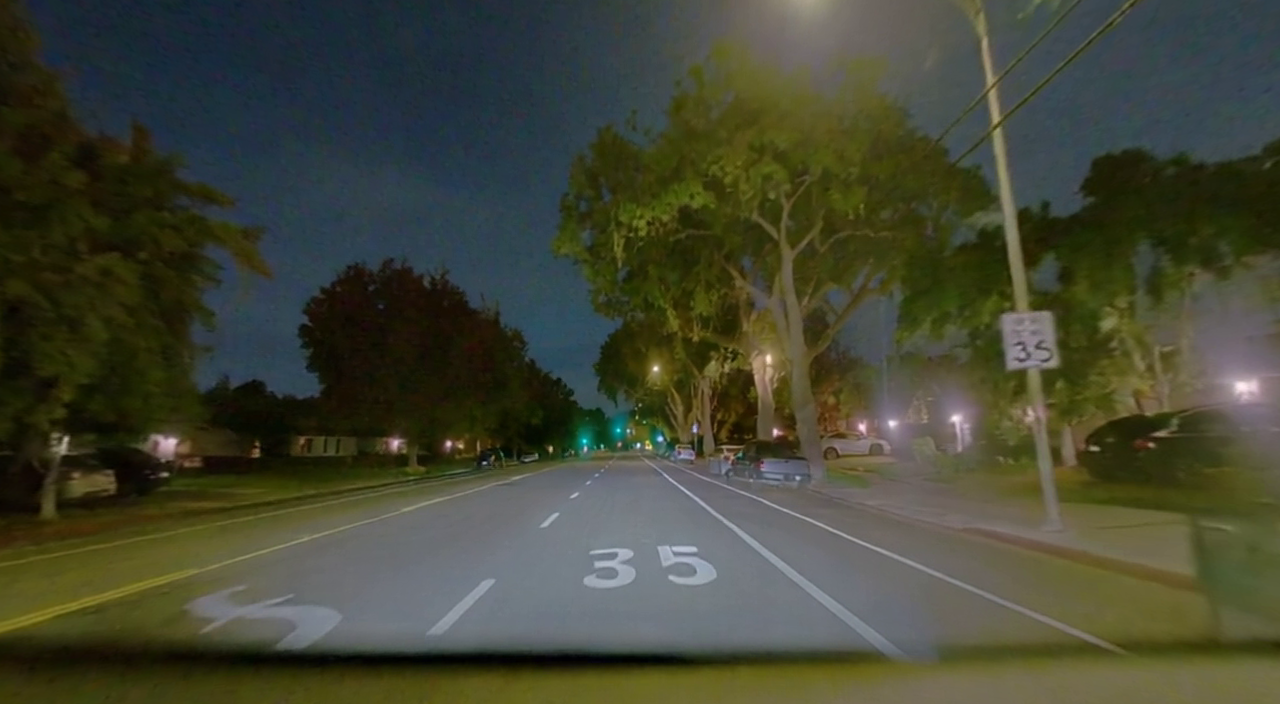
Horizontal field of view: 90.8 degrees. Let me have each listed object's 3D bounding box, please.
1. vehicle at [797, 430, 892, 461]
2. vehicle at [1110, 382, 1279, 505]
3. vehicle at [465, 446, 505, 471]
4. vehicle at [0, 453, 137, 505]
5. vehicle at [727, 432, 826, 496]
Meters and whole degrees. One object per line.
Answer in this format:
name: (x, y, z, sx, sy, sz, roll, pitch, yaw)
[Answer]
vehicle: (12.074, 5.530, 37.491, 4.912, 1.734, 2.006, 0, -8, -2)
vehicle: (12.270, 1.619, 11.648, 5.278, 1.981, 2.304, -1, -9, -2)
vehicle: (-11.612, 7.994, 47.750, 2.091, 1.717, 4.392, 0, -8, -3)
vehicle: (-18.543, 3.884, 19.502, 4.346, 1.490, 1.911, 0, -8, -1)
vehicle: (4.045, 3.388, 19.523, 1.915, 1.715, 4.451, 0, -8, -2)
